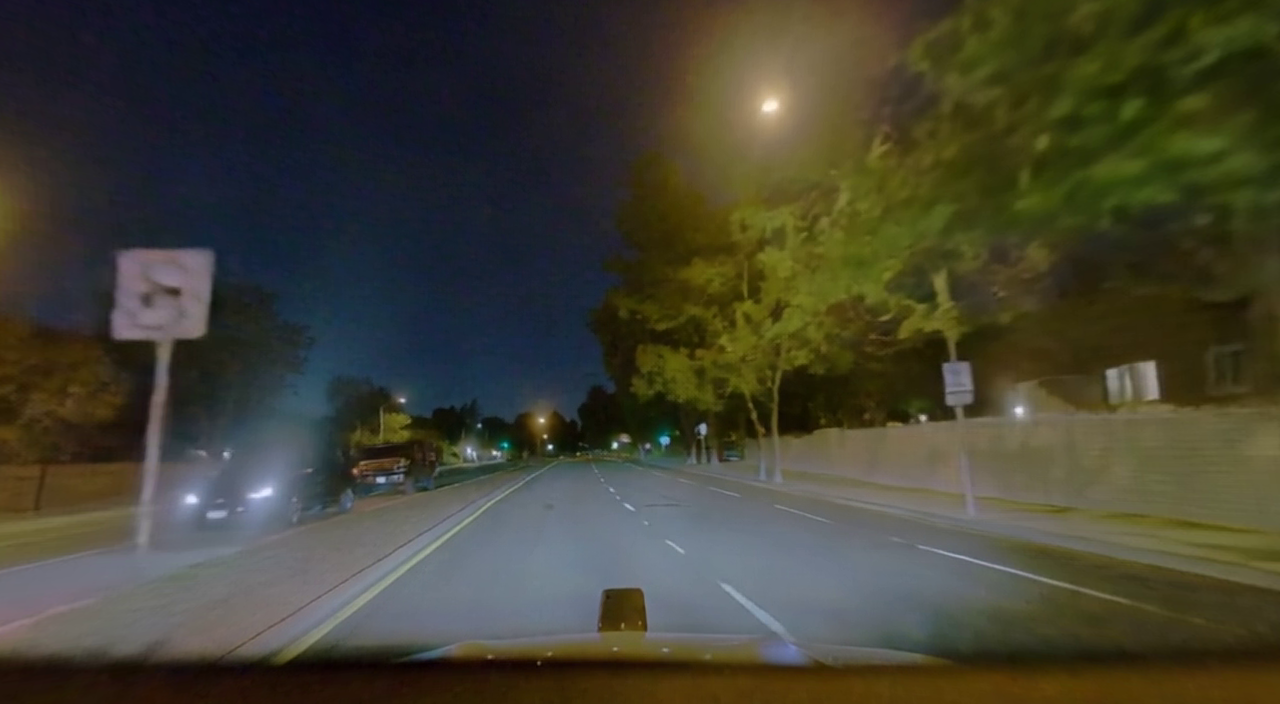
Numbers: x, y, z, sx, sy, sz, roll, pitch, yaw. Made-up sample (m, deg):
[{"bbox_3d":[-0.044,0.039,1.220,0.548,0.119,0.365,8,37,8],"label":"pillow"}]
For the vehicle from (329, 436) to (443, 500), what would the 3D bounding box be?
[{"bbox_3d":[-8.095,3.694,20.598,2.196,1.809,4.857,1,-8,-6],"label":"vehicle"}]

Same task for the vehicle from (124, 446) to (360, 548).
[{"bbox_3d":[-6.948,2.500,11.640,1.888,1.476,4.286,1,-8,-6],"label":"vehicle"}]
